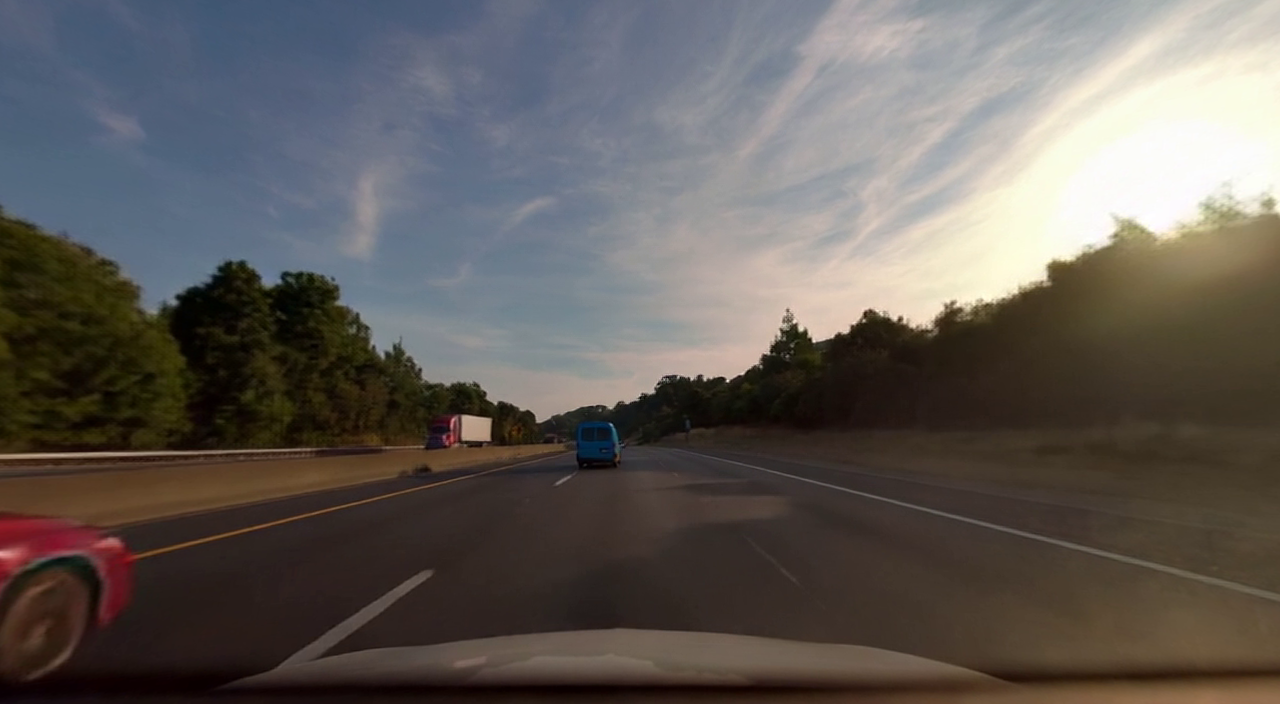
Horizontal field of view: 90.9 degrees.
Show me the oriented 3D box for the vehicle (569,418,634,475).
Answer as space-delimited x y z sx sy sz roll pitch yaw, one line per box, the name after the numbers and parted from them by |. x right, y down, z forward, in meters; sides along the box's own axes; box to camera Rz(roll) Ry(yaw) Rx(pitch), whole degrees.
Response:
-1.415 3.739 25.164 2.297 2.011 4.736 0 -8 0 | vehicle

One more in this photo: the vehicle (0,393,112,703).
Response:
-3.984 0.746 1.044 2.096 1.537 4.700 0 -7 1 | vehicle
